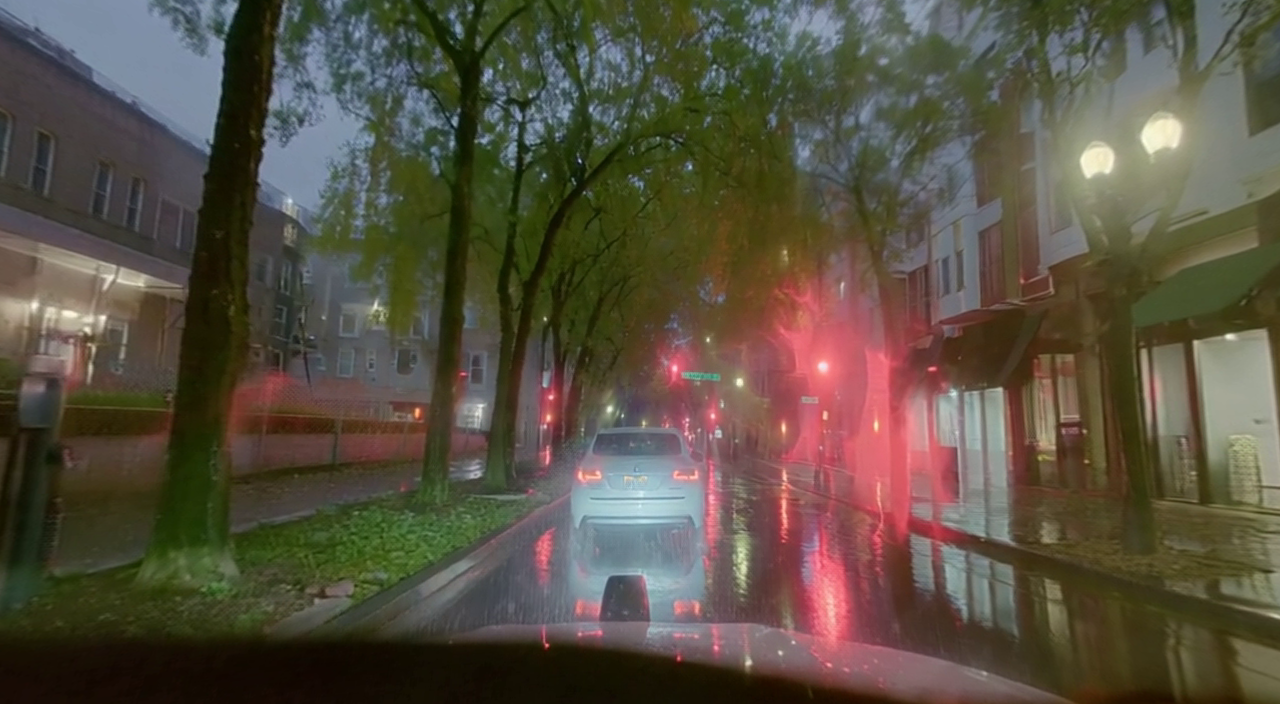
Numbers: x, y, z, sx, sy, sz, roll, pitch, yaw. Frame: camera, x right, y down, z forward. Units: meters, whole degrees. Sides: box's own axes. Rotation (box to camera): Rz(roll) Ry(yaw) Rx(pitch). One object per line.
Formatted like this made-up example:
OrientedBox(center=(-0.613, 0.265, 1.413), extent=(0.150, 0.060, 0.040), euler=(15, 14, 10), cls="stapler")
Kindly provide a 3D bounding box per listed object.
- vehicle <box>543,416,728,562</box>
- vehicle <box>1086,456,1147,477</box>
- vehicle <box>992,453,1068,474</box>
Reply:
OrientedBox(center=(-0.082, 1.834, 9.110), extent=(2.079, 1.621, 3.861), euler=(0, -8, -1), cls="vehicle")
OrientedBox(center=(36.489, 8.750, 48.278), extent=(3.445, 1.363, 1.608), euler=(3, -7, -1), cls="vehicle")
OrientedBox(center=(29.772, 8.493, 48.159), extent=(4.668, 1.441, 1.904), euler=(1, -9, -6), cls="vehicle")
